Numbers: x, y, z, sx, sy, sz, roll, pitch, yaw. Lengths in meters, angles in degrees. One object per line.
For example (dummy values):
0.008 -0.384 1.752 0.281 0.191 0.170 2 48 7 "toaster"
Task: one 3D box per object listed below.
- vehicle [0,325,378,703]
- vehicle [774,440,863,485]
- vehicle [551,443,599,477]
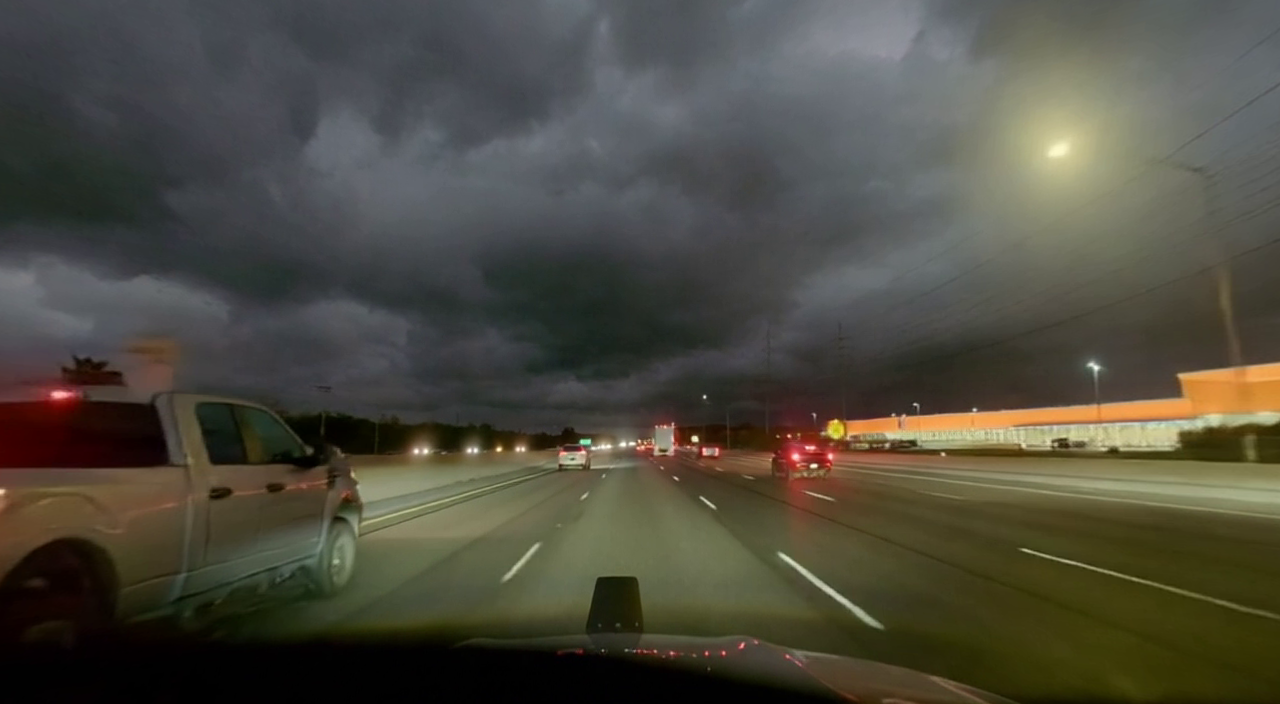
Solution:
-3.533 0.959 3.469 2.130 1.799 4.583 0 -9 1 "vehicle"
6.613 4.134 23.858 1.980 1.501 4.433 0 -9 -1 "vehicle"
-3.045 5.191 30.449 1.929 1.521 4.097 0 -9 0 "vehicle"
